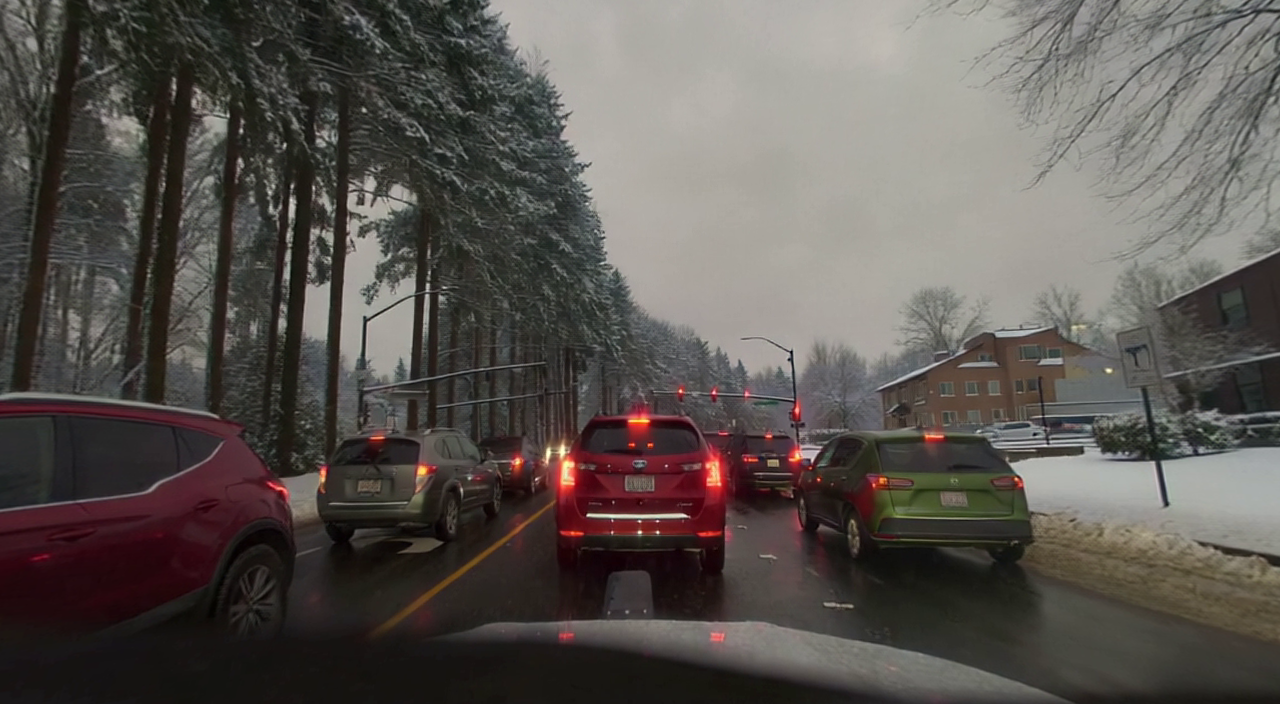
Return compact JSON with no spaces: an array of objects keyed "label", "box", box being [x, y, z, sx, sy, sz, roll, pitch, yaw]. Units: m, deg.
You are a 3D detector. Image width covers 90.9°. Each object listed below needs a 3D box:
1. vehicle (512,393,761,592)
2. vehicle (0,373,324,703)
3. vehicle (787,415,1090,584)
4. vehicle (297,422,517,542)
[{"label":"vehicle","box":[-0.003,1.534,7.658,2.193,1.744,4.033,0,-8,1]},{"label":"vehicle","box":[-3.779,0.996,3.301,1.929,1.641,4.193,0,-8,2]},{"label":"vehicle","box":[3.265,1.670,7.861,1.922,1.579,3.642,0,-8,-1]},{"label":"vehicle","box":[-3.646,2.112,10.894,2.042,1.641,4.314,0,-8,1]}]
